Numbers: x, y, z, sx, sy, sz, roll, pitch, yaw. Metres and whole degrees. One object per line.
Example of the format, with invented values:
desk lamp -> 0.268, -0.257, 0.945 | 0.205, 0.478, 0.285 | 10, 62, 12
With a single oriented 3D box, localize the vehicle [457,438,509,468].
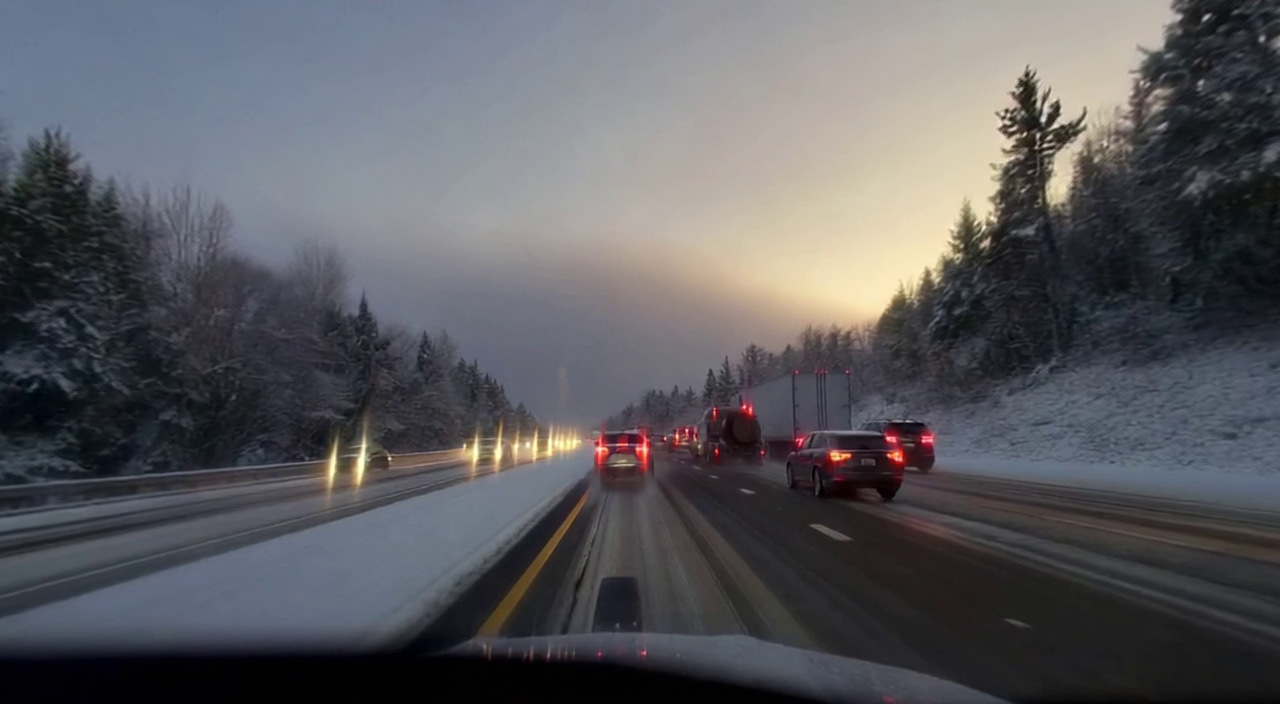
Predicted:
vehicle -> -9.170, 5.903, 37.057 | 2.051, 1.679, 4.148 | 0, -8, 0

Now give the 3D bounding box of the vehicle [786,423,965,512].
vehicle -> 4.567, 2.274, 12.970 | 2.040, 1.523, 4.068 | 0, -8, -1

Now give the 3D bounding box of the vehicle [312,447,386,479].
vehicle -> -15.392, 5.877, 33.508 | 1.976, 1.500, 4.233 | 0, -8, -1

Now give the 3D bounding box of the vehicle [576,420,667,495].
vehicle -> -0.474, 2.741, 16.783 | 2.087, 1.709, 4.455 | 0, -8, -1

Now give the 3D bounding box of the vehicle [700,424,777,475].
vehicle -> 3.571, 3.605, 23.547 | 2.147, 1.707, 3.963 | 0, -8, -2

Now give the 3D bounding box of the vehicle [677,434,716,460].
vehicle -> 3.409, 5.824, 38.721 | 1.865, 1.471, 3.916 | 0, -8, -2
